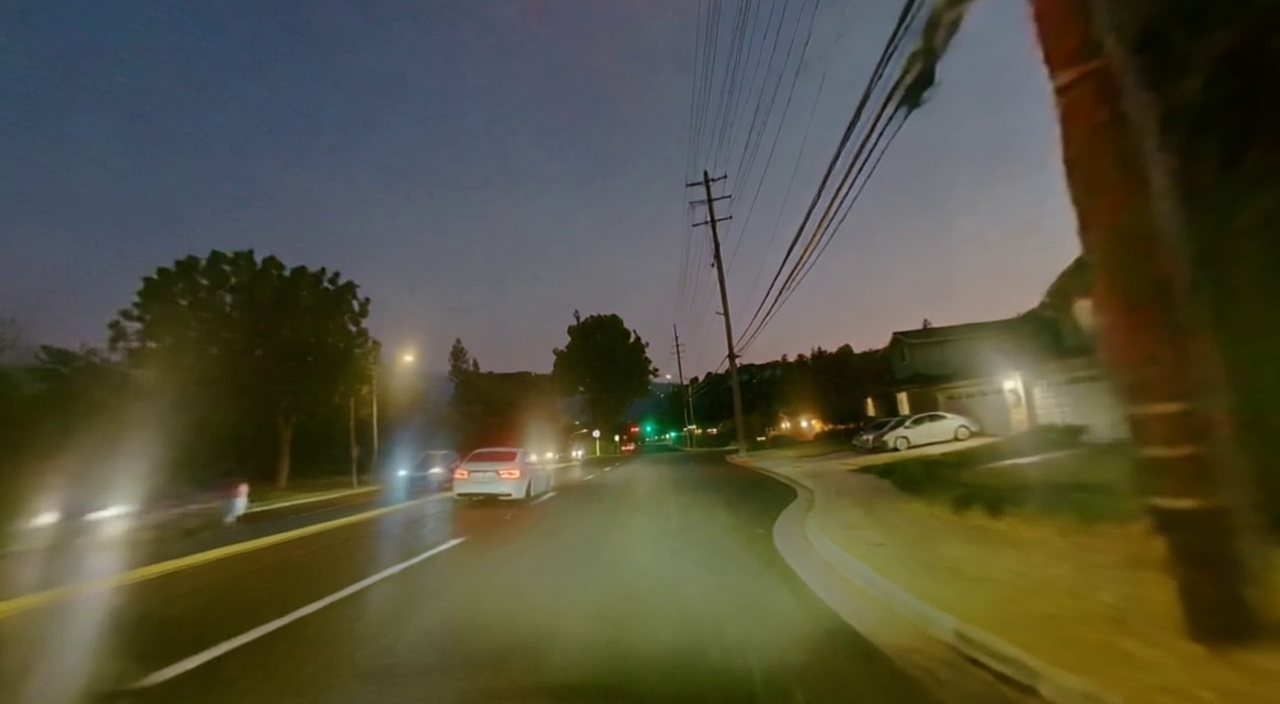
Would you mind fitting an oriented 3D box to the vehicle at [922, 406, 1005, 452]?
[{"bbox_3d":[13.749,3.365,27.132,1.894,1.664,4.159,3,-9,8],"label":"vehicle"}]

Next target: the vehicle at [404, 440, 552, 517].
[{"bbox_3d":[-3.489,2.817,14.671,2.041,1.471,4.602,0,-9,2],"label":"vehicle"}]

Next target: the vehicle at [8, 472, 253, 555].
[{"bbox_3d":[-11.917,3.770,15.364,2.084,1.505,4.746,0,-9,-2],"label":"vehicle"}]

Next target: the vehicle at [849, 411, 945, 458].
[{"bbox_3d":[10.802,3.597,27.069,2.121,1.799,5.124,0,-9,2],"label":"vehicle"}]
